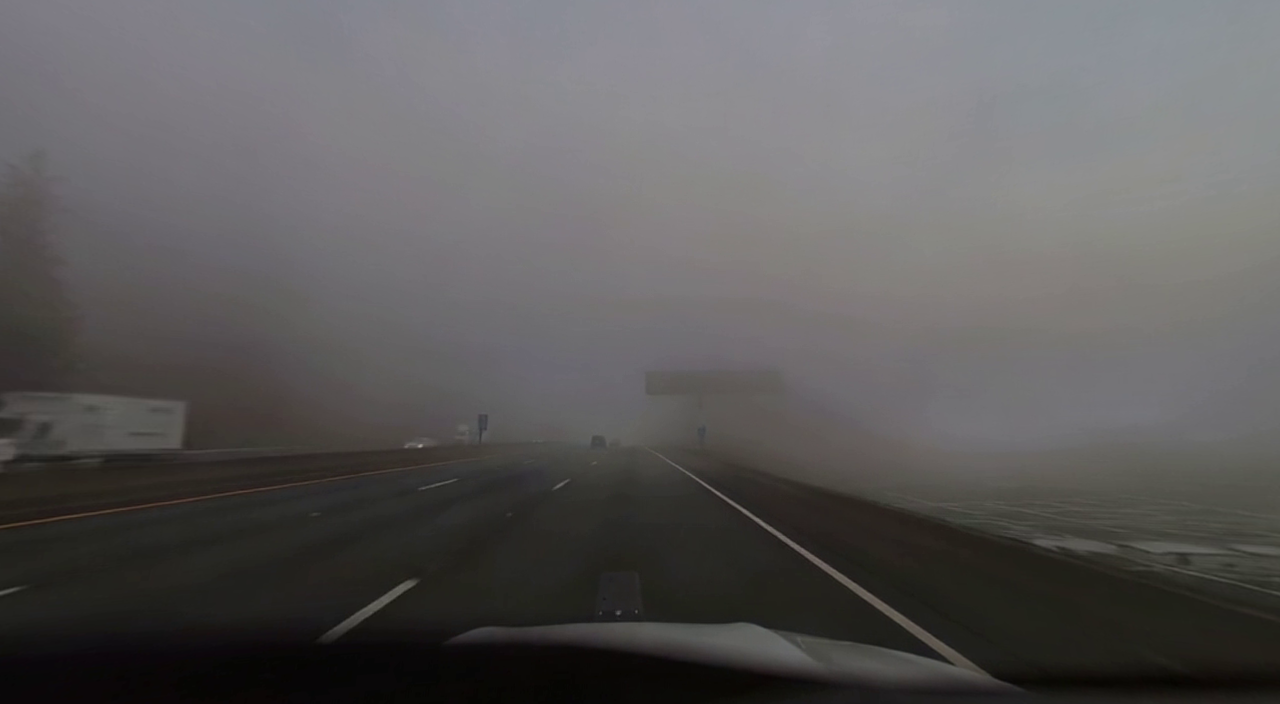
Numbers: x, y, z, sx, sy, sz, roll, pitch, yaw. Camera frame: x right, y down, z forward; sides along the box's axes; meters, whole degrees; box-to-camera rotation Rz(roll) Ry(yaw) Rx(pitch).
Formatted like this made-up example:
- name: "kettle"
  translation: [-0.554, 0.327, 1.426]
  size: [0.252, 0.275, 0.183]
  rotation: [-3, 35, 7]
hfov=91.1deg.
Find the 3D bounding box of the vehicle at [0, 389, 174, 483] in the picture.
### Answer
- name: "vehicle"
  translation: [-24.812, 3.651, 27.430]
  size: [2.904, 3.487, 7.840]
  rotation: [0, -8, -1]
